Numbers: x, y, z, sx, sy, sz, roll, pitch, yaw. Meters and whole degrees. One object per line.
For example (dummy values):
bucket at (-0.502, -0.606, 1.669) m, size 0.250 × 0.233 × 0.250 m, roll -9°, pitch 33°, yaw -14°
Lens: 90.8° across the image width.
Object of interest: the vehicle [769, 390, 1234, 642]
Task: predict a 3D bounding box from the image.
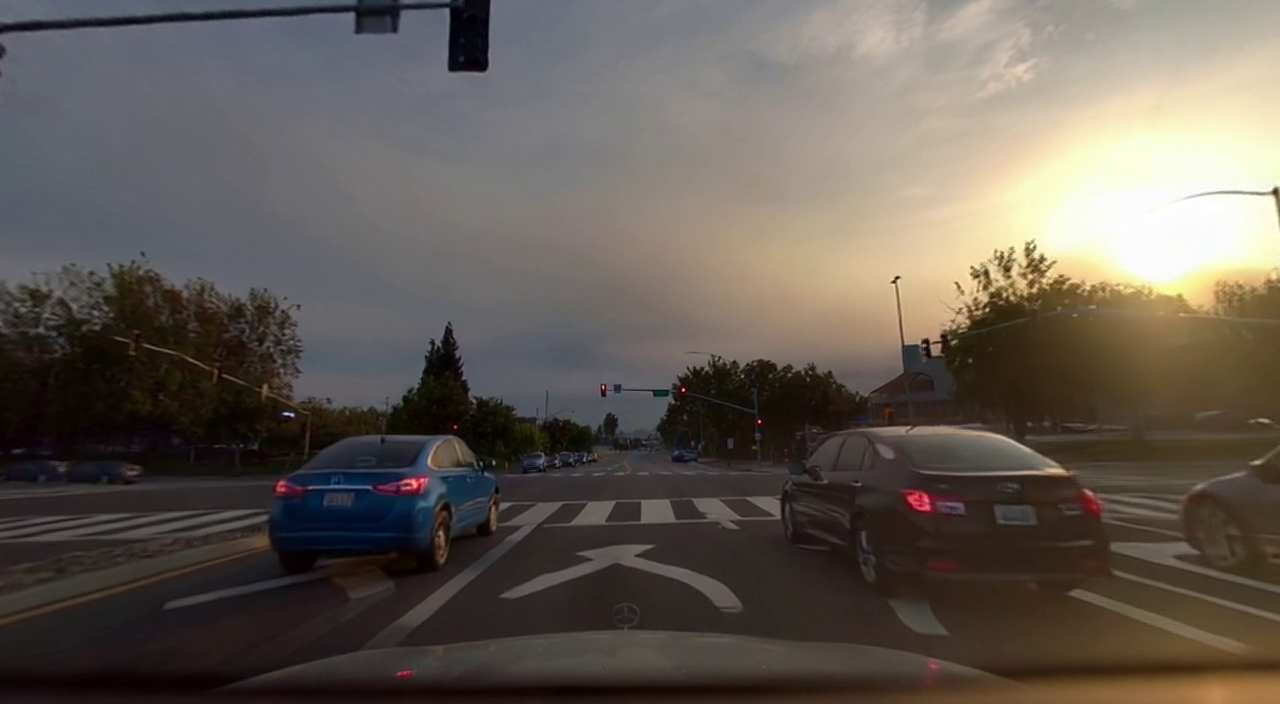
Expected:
vehicle at (2.876, 1.405, 6.526) m, size 2.099 × 1.671 × 4.491 m, roll 0°, pitch -8°, yaw -1°

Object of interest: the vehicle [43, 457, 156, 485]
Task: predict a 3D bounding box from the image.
vehicle at (-31.825, 7.002, 37.270) m, size 4.825 × 1.483 × 1.817 m, roll 1°, pitch -8°, yaw -3°

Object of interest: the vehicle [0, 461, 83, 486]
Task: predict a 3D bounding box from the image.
vehicle at (-38.733, 7.774, 40.373) m, size 4.461 × 1.469 × 1.788 m, roll 0°, pitch -8°, yaw -1°

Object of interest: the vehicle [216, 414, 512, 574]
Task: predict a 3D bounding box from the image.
vehicle at (-3.043, 1.630, 8.010) m, size 1.969 × 1.513 × 3.773 m, roll 0°, pitch -8°, yaw 1°
